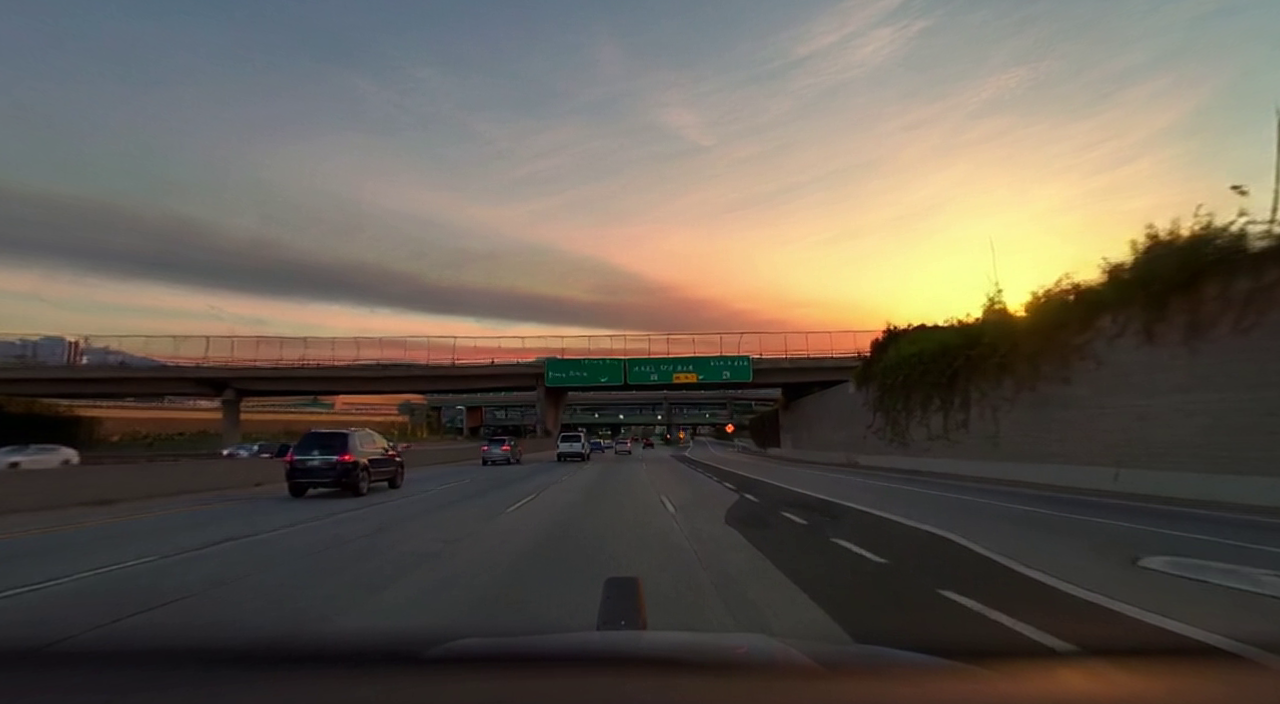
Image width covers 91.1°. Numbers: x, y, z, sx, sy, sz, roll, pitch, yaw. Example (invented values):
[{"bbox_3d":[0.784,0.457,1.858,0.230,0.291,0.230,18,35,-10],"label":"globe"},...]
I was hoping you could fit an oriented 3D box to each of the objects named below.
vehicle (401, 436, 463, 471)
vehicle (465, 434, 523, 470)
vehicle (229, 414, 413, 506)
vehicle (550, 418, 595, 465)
[{"bbox_3d":[-11.230,5.498,34.207,1.900,1.726,4.236,0,-8,0],"label":"vehicle"},{"bbox_3d":[-7.940,5.473,34.562,2.109,1.784,4.709,0,-8,-1],"label":"vehicle"},{"bbox_3d":[-7.682,2.647,15.803,2.179,1.948,4.618,0,-8,0],"label":"vehicle"},{"bbox_3d":[-4.391,5.998,41.892,2.301,2.843,6.458,0,-8,-1],"label":"vehicle"}]
